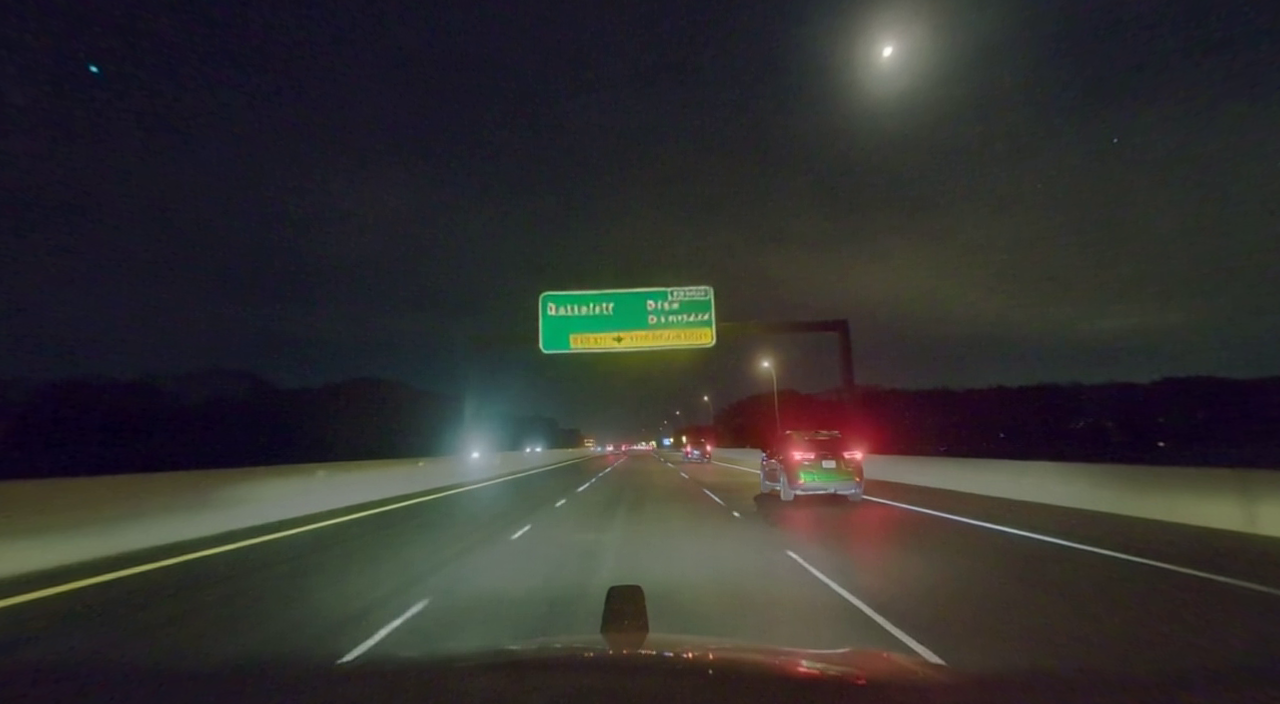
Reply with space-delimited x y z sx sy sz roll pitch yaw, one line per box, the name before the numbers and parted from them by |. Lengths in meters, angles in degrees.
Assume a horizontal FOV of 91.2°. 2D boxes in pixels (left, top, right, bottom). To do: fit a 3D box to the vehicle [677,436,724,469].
vehicle | 3.329 5.606 35.175 2.202 1.682 4.188 0 -8 0
